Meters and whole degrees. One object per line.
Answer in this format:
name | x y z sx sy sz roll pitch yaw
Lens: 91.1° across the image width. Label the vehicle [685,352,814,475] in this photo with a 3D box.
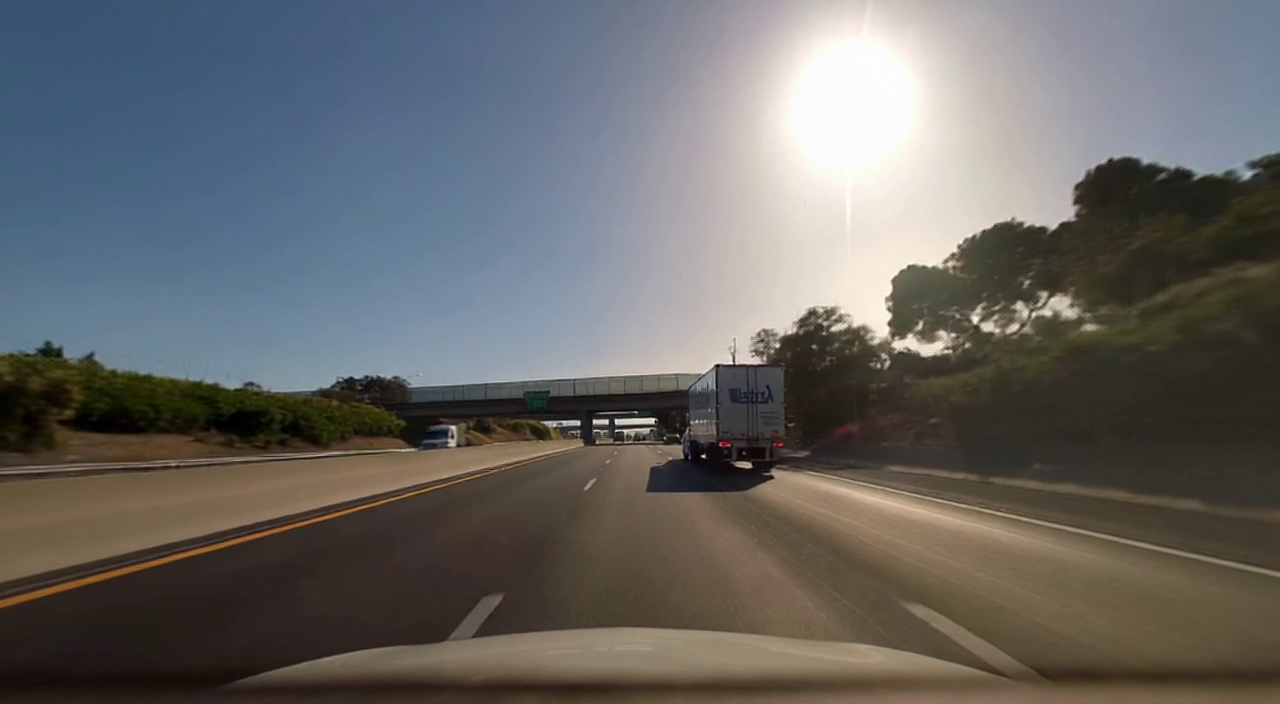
vehicle | 4.079 2.960 27.684 2.920 4.029 13.900 0 -8 -1
